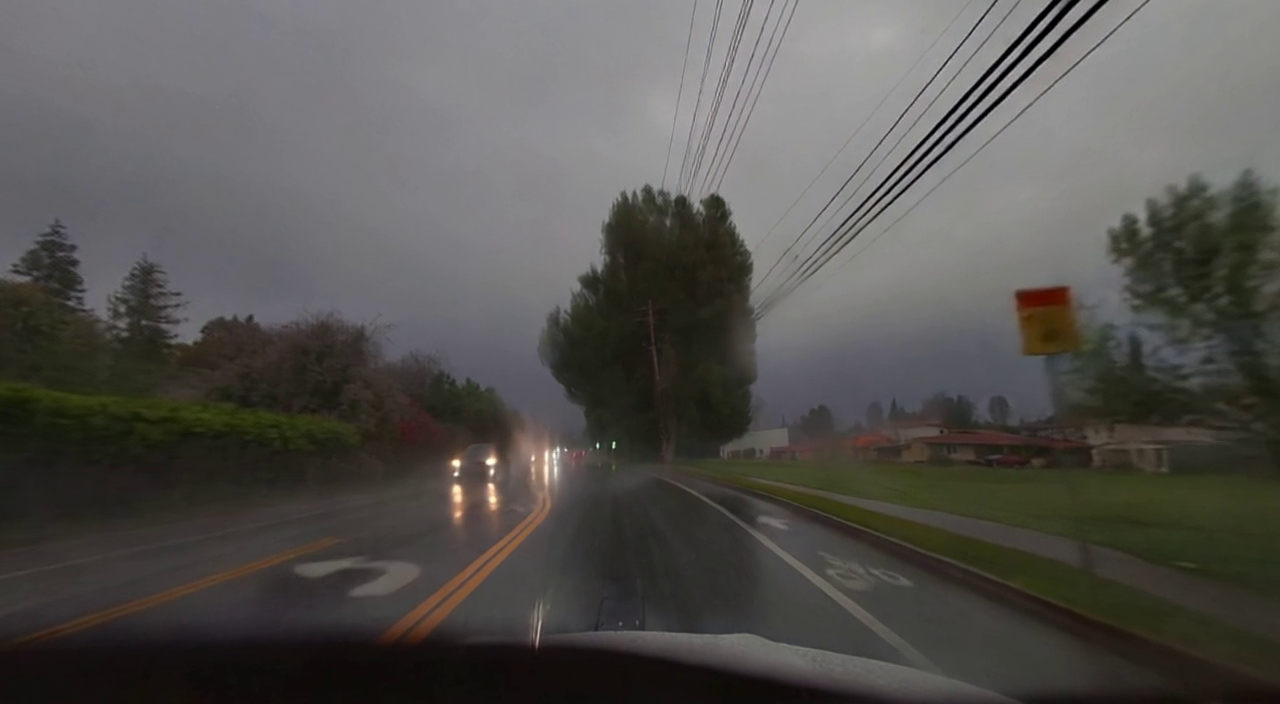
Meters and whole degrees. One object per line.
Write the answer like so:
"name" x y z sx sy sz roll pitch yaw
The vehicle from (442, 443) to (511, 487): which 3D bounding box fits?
"vehicle" -7.560 5.238 29.745 2.220 1.817 4.839 0 -8 -3
